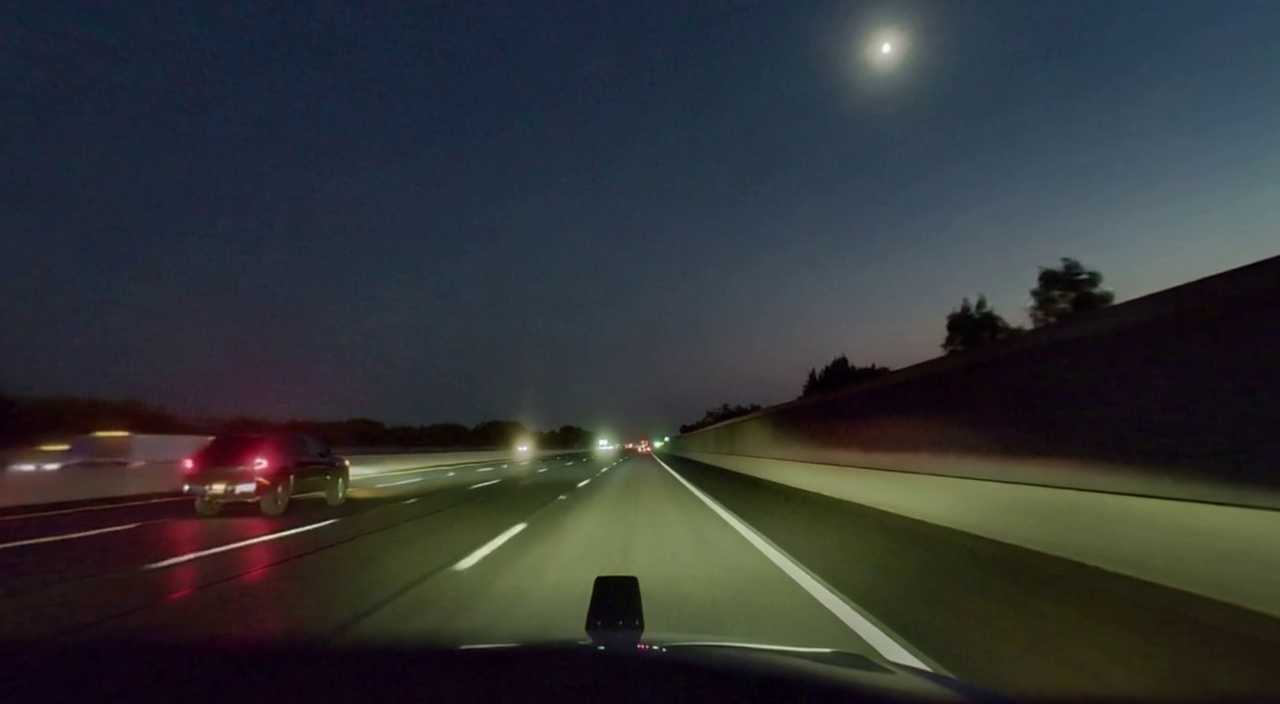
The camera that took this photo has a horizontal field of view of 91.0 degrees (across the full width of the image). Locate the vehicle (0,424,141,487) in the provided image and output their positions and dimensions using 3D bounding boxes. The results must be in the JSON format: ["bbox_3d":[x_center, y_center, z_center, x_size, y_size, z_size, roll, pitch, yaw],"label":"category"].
[{"bbox_3d":[-36.393,6.340,38.888,3.035,3.387,9.747,0,-9,0],"label":"vehicle"}]

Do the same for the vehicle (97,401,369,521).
[{"bbox_3d":[-7.763,2.158,12.864,2.163,1.947,4.959,0,-8,0],"label":"vehicle"}]
